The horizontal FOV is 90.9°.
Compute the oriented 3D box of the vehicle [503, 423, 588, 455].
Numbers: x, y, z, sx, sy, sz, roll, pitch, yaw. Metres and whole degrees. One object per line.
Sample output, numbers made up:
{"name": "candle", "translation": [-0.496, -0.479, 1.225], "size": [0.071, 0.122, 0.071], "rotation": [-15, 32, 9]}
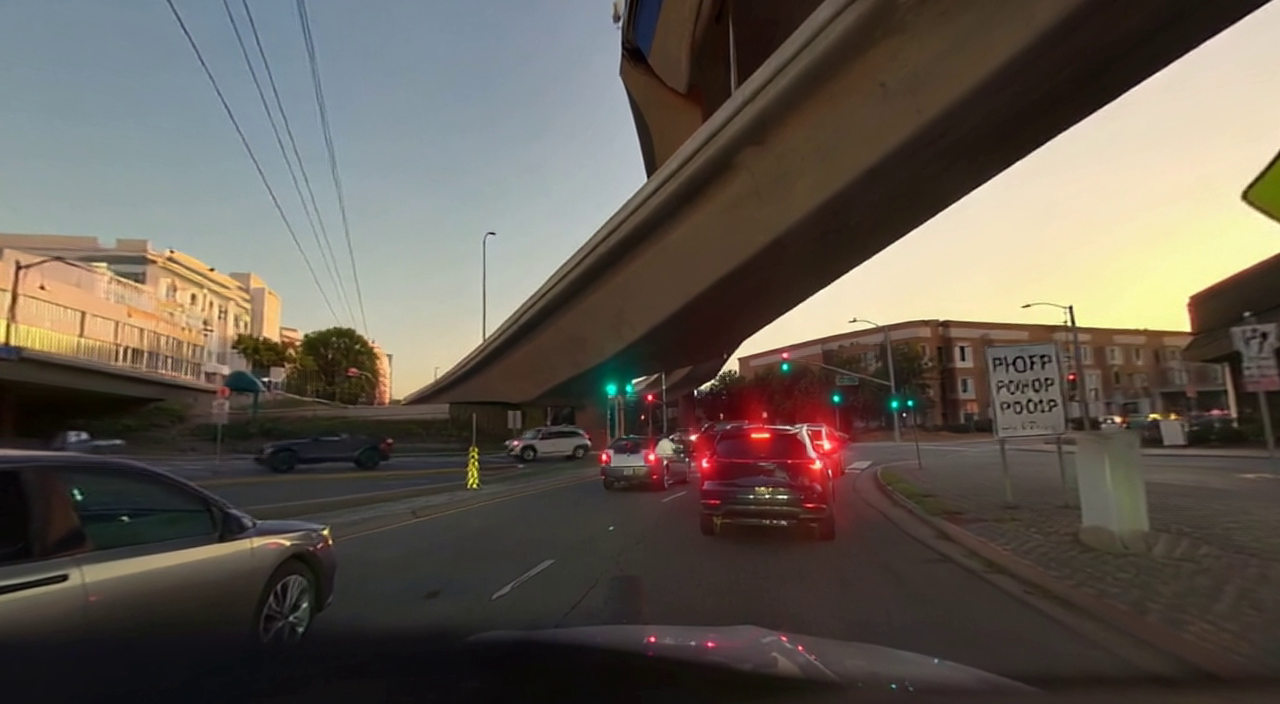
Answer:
{"name": "vehicle", "translation": [-5.893, 5.469, 39.389], "size": [4.827, 1.885, 2.008], "rotation": [-2, -9, 13]}

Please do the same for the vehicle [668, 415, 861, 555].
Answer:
{"name": "vehicle", "translation": [1.868, 1.859, 9.573], "size": [2.195, 1.571, 4.353], "rotation": [-2, -9, 12]}

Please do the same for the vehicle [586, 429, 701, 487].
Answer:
{"name": "vehicle", "translation": [0.283, 3.203, 19.357], "size": [2.214, 1.519, 4.704], "rotation": [-3, -9, 17]}
